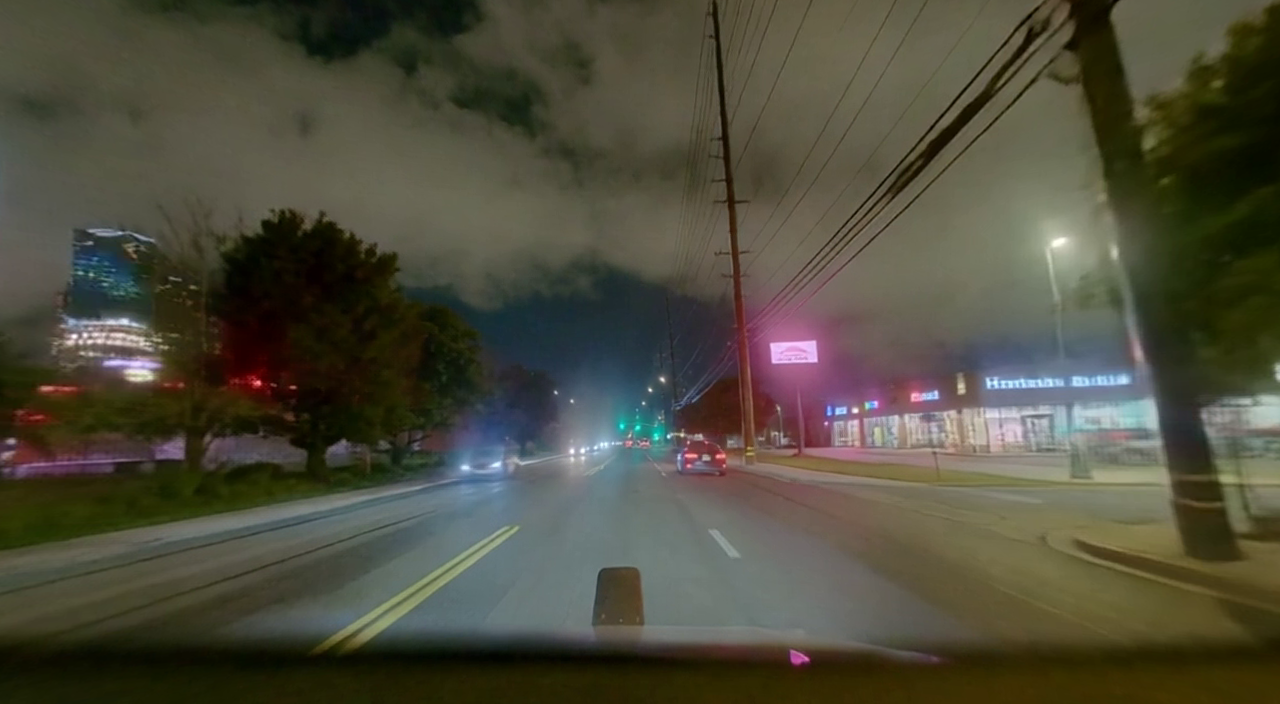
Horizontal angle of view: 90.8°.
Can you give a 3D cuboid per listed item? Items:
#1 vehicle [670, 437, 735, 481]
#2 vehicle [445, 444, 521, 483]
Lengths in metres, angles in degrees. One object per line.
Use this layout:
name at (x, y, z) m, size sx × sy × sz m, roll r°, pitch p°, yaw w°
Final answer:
vehicle at (2.255, 3.988, 23.775) m, size 1.975 × 1.497 × 3.647 m, roll 0°, pitch -8°, yaw -2°
vehicle at (-6.403, 4.590, 26.333) m, size 2.069 × 1.490 × 4.254 m, roll 0°, pitch -8°, yaw 0°
